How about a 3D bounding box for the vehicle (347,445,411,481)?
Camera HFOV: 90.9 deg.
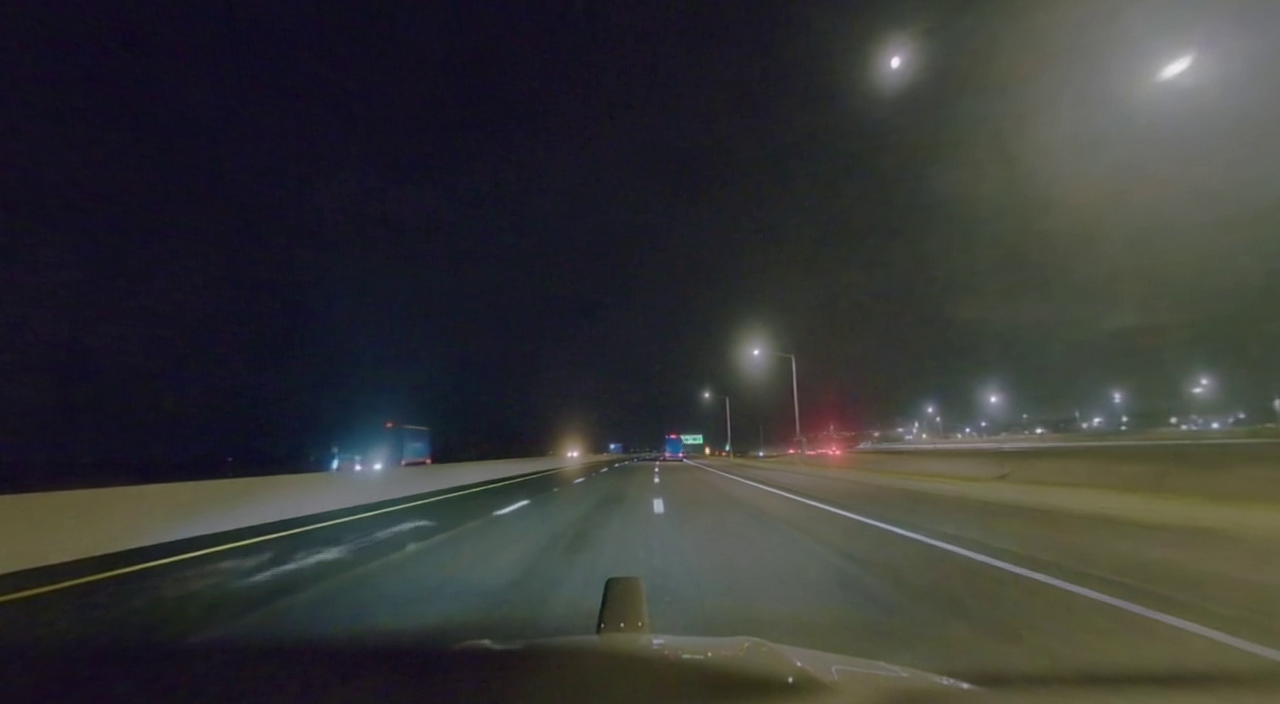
[{"bbox_3d":[-20.329,8.657,49.400,2.287,2.643,5.970,-1,-9,1],"label":"vehicle"}]
